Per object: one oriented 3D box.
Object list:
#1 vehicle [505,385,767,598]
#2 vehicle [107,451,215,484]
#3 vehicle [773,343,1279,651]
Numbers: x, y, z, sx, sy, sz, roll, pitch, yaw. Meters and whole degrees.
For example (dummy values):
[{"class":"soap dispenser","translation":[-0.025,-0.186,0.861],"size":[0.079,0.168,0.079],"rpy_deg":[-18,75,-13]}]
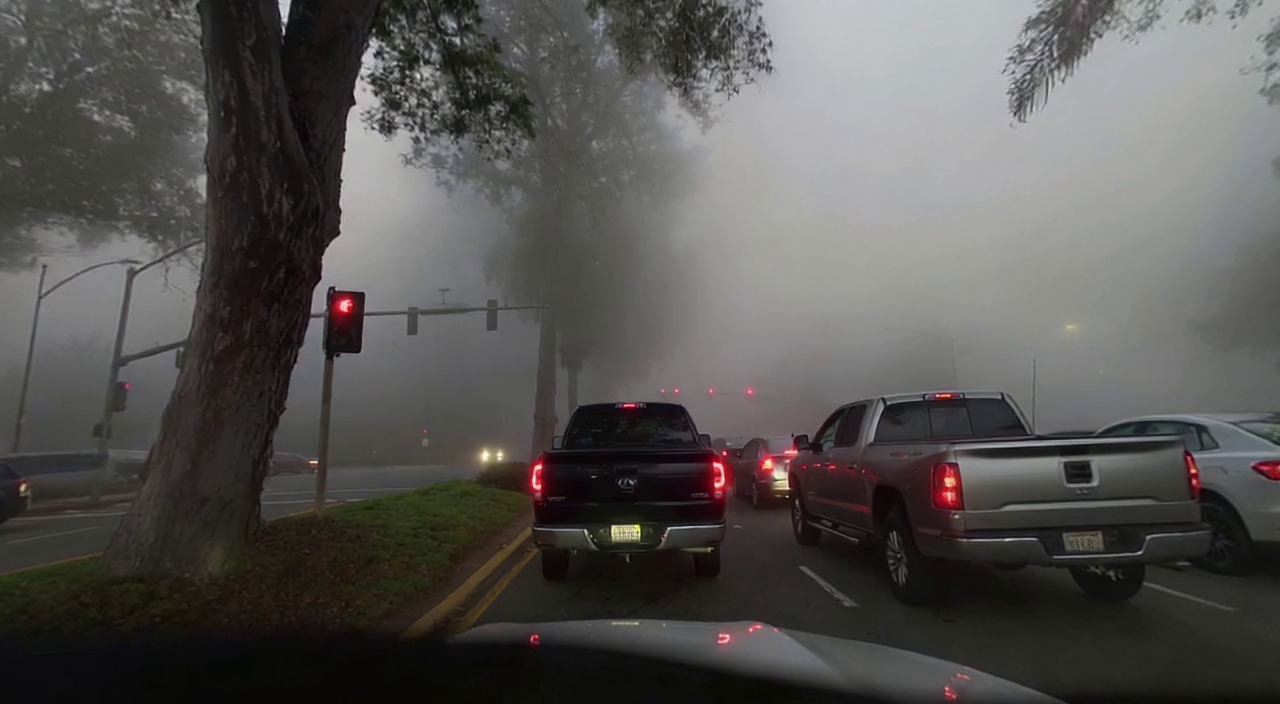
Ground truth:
[{"class":"vehicle","translation":[-0.061,1.567,8.000],"size":[2.240,1.821,5.001],"rpy_deg":[0,-9,-1]},{"class":"vehicle","translation":[-26.385,6.326,35.008],"size":[4.437,1.669,1.936],"rpy_deg":[5,-10,-30]},{"class":"vehicle","translation":[3.323,1.329,6.927],"size":[2.412,1.953,5.682],"rpy_deg":[0,-9,-1]}]
